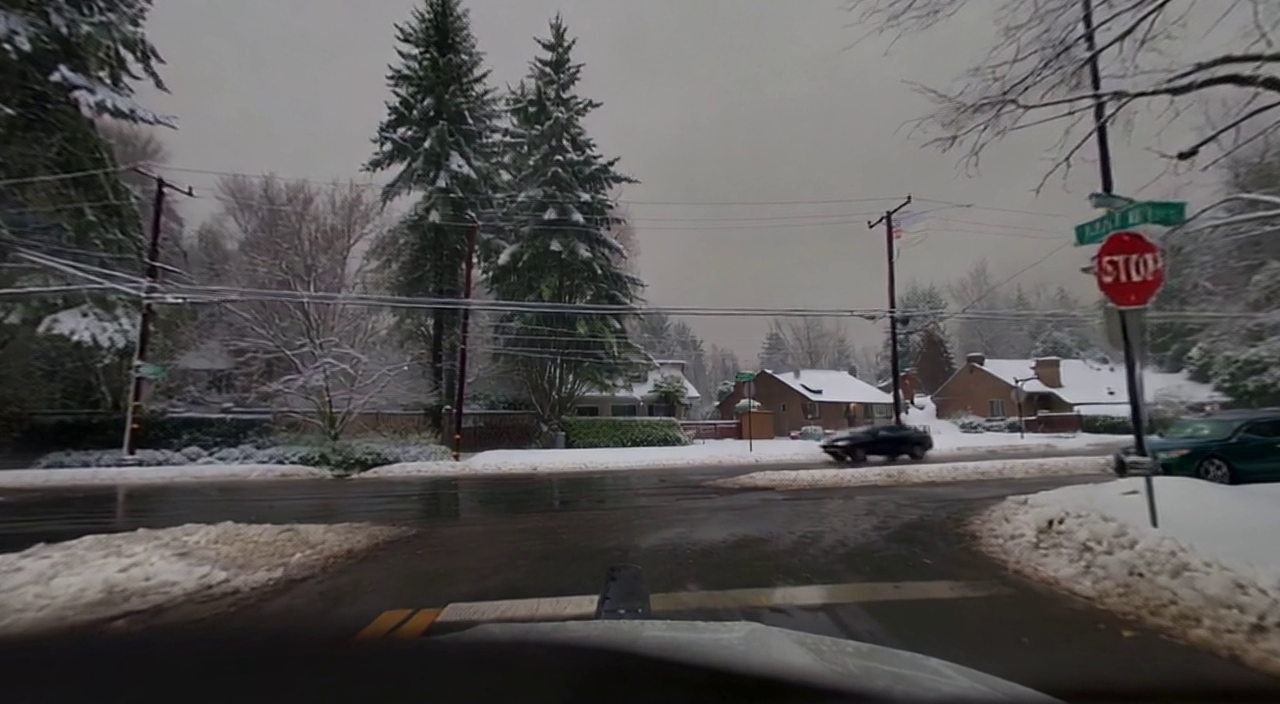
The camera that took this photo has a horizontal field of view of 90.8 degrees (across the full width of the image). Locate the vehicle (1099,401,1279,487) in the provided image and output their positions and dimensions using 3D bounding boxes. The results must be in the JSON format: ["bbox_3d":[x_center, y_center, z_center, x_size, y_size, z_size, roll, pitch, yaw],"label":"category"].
[{"bbox_3d":[12.801,1.993,13.749,4.208,1.685,2.014,1,-8,-8],"label":"vehicle"}]

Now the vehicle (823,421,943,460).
[{"bbox_3d":[9.968,3.653,26.022,4.296,1.499,1.814,2,-8,-13],"label":"vehicle"}]
